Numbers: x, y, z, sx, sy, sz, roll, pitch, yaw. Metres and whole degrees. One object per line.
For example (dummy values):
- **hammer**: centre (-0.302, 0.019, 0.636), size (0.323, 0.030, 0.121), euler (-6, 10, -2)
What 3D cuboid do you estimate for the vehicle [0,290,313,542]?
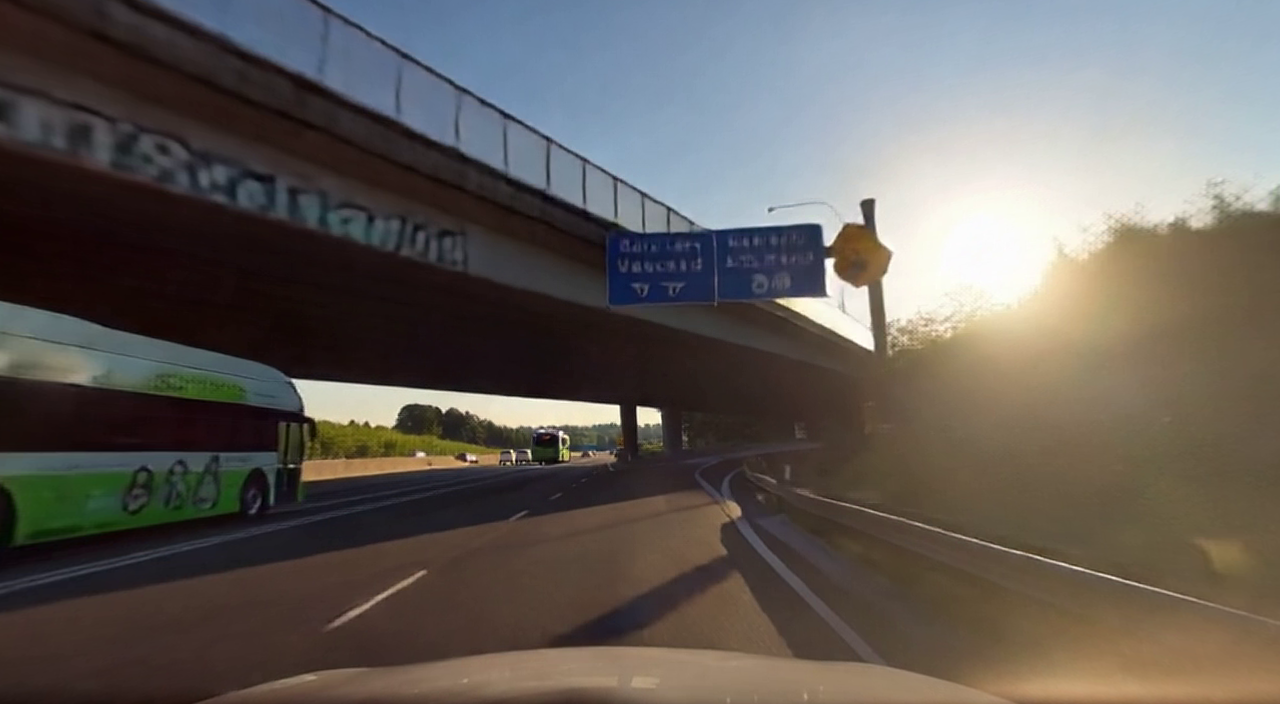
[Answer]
- **vehicle**: centre (-10.653, 1.167, 10.678), size (2.986, 3.574, 13.570), euler (0, -9, 0)
